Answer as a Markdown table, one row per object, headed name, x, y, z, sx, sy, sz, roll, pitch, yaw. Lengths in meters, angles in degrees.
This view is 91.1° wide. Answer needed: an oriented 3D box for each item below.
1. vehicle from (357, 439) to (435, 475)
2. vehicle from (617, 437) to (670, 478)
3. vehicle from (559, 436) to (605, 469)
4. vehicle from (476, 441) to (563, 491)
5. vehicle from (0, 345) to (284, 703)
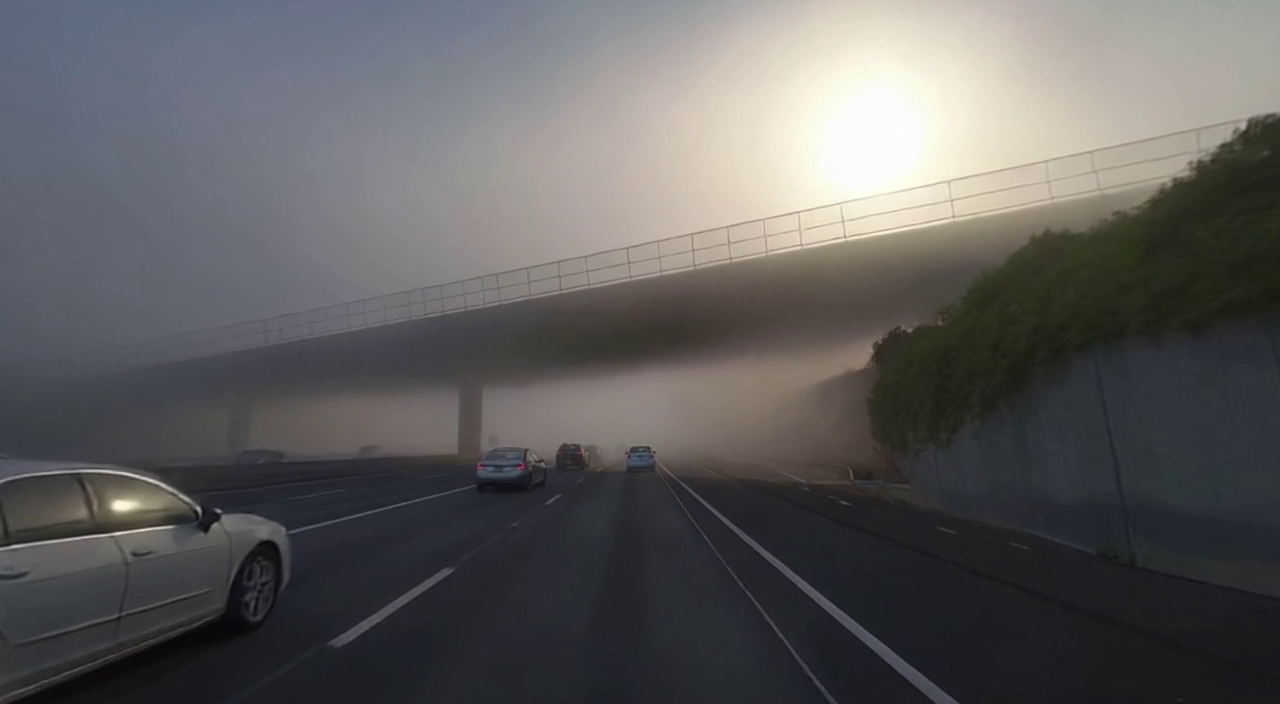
| name | x | y | z | sx | sy | sz | roll | pitch | yaw |
| --- | --- | --- | --- | --- | --- | --- | --- | --- | --- |
| vehicle | -11.745 | 5.068 | 30.579 | 1.954 | 1.640 | 4.339 | 0 | -8 | 1 |
| vehicle | 0.149 | 4.673 | 28.191 | 2.160 | 1.678 | 4.178 | 0 | -8 | 0 |
| vehicle | -3.449 | 6.067 | 38.112 | 2.237 | 1.841 | 4.683 | 0 | -8 | 1 |
| vehicle | -3.952 | 3.795 | 21.382 | 1.997 | 1.490 | 4.471 | 0 | -8 | 1 |
| vehicle | -3.804 | 0.833 | 2.491 | 2.161 | 1.759 | 4.482 | 0 | -8 | -1 |
